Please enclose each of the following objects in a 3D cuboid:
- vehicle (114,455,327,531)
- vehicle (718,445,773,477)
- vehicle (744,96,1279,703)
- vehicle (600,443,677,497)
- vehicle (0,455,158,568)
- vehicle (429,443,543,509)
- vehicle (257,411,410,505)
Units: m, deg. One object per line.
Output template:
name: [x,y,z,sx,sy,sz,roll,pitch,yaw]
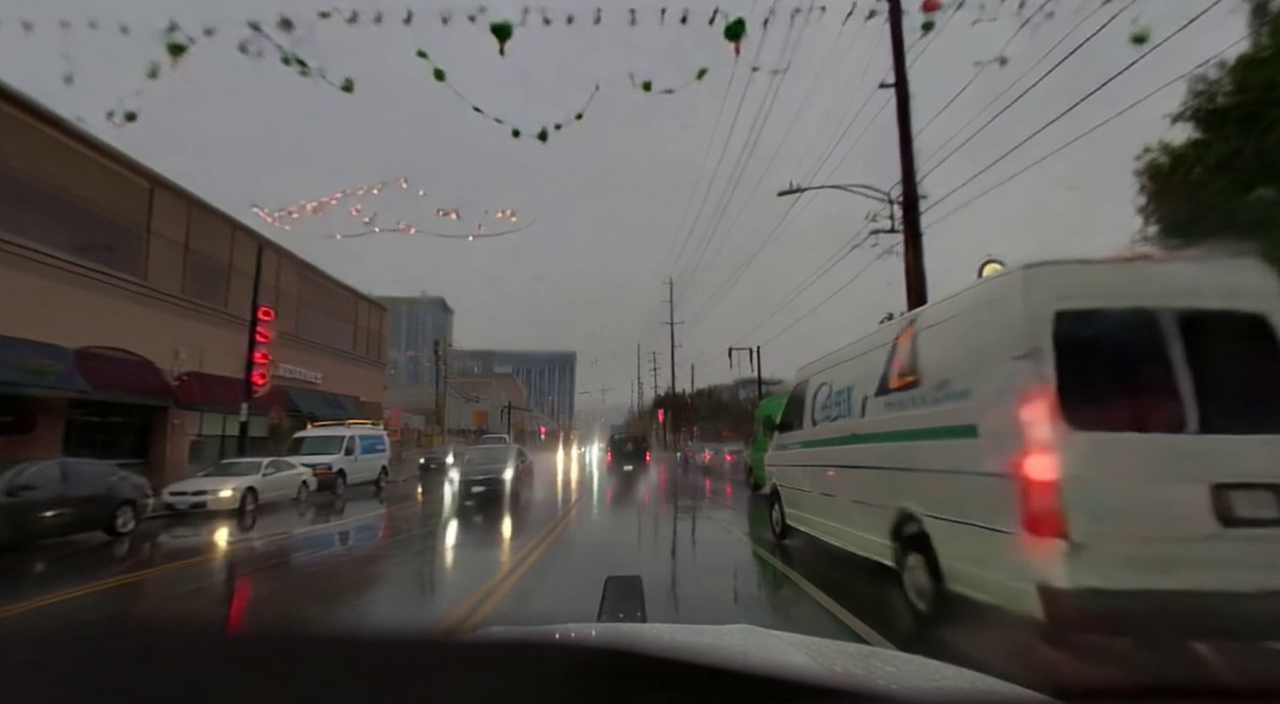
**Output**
vehicle: [-9.763,3.275,15.330,2.063,1.481,4.722,0,-9,-2]
vehicle: [5.292,5.540,32.234,1.943,1.507,3.816,0,-9,-3]
vehicle: [2.929,0.807,6.111,2.419,2.927,6.907,0,-9,-2]
vehicle: [-0.081,3.561,19.474,2.112,1.464,4.411,0,-9,-1]
vehicle: [-9.795,2.310,9.322,1.848,1.517,4.452,0,-9,-1]
vehicle: [-3.815,3.137,16.499,1.974,1.484,4.400,0,-9,-2]
vehicle: [-10.056,3.529,21.480,2.398,2.723,5.816,0,-9,-2]
